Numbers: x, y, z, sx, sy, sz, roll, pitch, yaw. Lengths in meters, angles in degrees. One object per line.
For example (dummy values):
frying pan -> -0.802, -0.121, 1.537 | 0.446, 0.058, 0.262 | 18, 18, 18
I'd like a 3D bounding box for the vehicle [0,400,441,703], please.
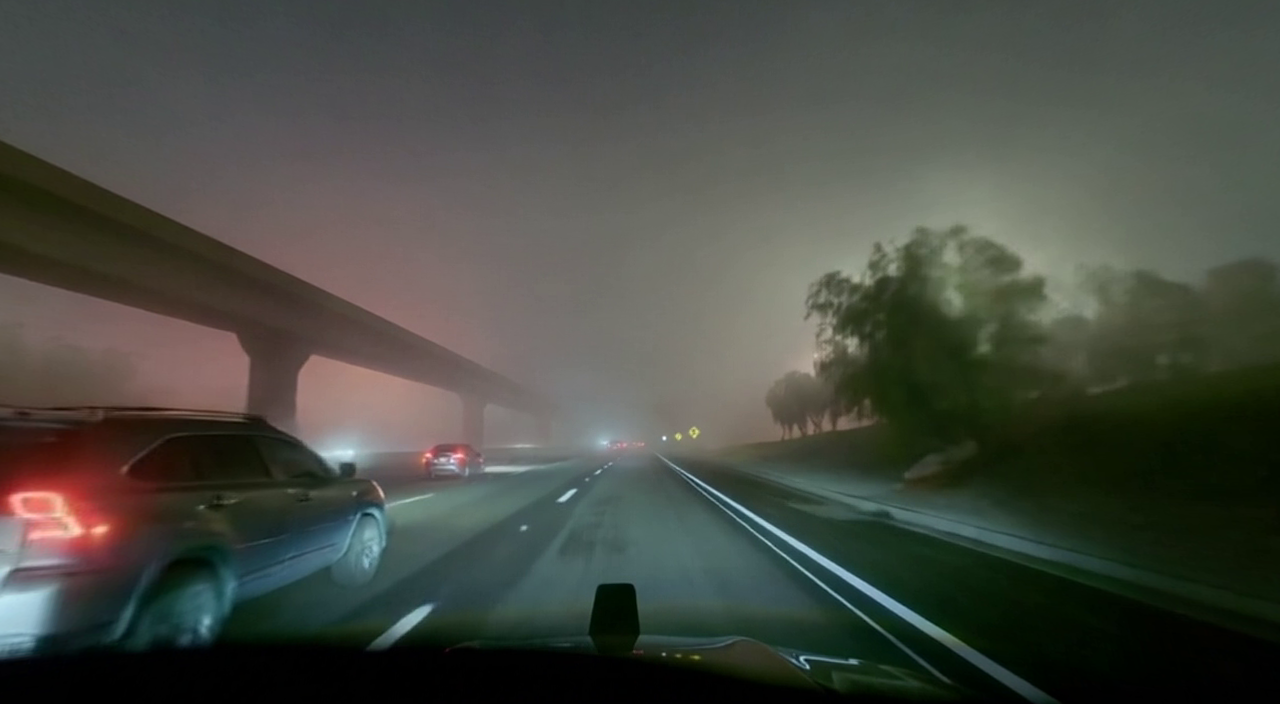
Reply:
vehicle -> -3.294, 1.292, 4.922 | 1.978, 1.499, 4.695 | 0, -8, 0
